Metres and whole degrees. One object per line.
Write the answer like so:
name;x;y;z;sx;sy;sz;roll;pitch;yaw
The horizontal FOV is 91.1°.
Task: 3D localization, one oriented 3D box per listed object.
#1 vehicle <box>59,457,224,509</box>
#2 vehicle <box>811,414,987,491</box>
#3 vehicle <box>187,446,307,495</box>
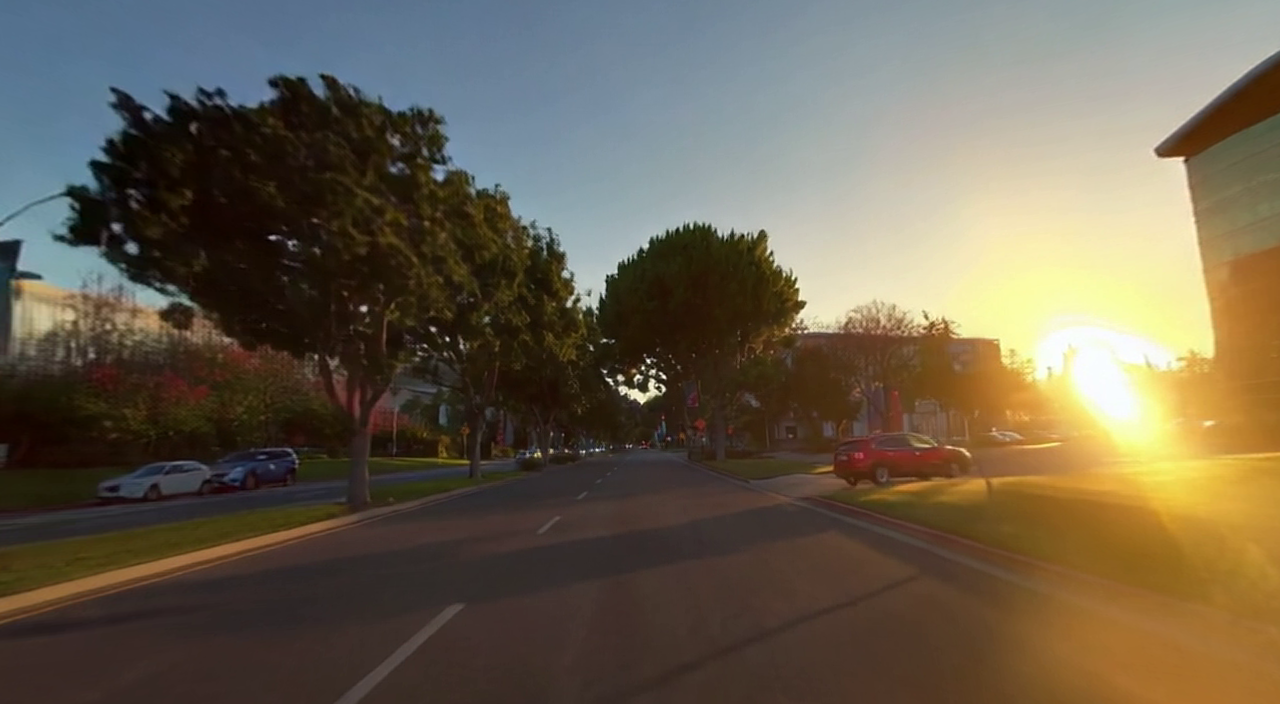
vehicle;-17.442;4.563;22.366;1.873;1.544;4.794;0;-9;1
vehicle;8.543;3.370;21.112;4.716;1.672;2.330;-9;-8;-2
vehicle;-17.333;5.208;28.058;2.301;1.821;4.731;-4;-9;0
